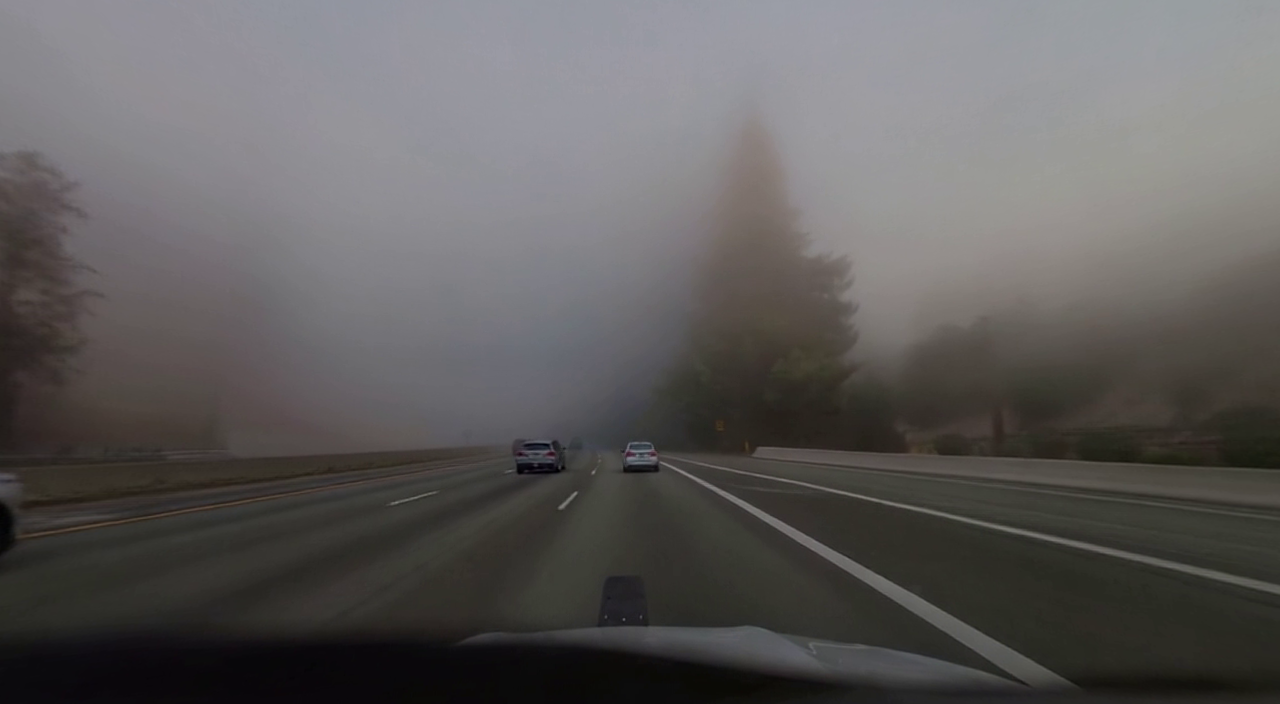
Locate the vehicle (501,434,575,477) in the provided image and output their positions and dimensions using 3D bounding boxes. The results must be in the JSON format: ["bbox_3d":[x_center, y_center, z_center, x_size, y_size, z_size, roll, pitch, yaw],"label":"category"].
[{"bbox_3d":[-3.968,4.137,25.465,2.246,1.519,4.980,0,-9,-1],"label":"vehicle"}]

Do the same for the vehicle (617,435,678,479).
[{"bbox_3d":[0.196,3.818,23.134,2.051,1.444,3.927,0,-9,-2],"label":"vehicle"}]
